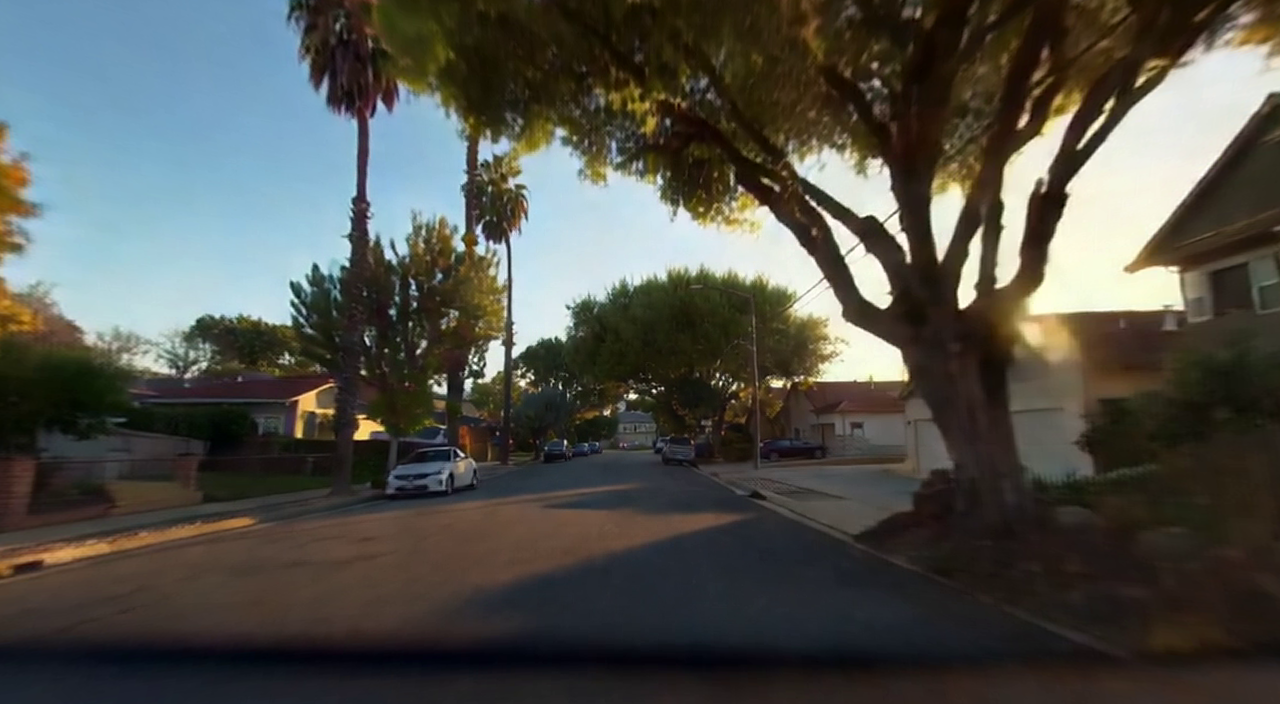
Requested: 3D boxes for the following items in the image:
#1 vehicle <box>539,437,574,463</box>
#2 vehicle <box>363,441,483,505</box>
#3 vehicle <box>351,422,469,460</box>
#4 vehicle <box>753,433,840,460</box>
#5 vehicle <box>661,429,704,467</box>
[{"bbox_3d":[-6.127,7.222,46.862,2.147,1.823,4.725,0,-7,-3],"label":"vehicle"},{"bbox_3d":[-5.899,3.295,17.807,1.949,1.511,4.466,0,-8,-2],"label":"vehicle"},{"bbox_3d":[-12.165,4.769,33.786,5.340,1.948,2.398,0,-9,-1],"label":"vehicle"},{"bbox_3d":[9.099,5.554,36.982,4.643,1.520,1.826,0,-8,1],"label":"vehicle"},{"bbox_3d":[2.468,5.775,38.040,2.184,2.038,6.212,0,-8,0],"label":"vehicle"}]
